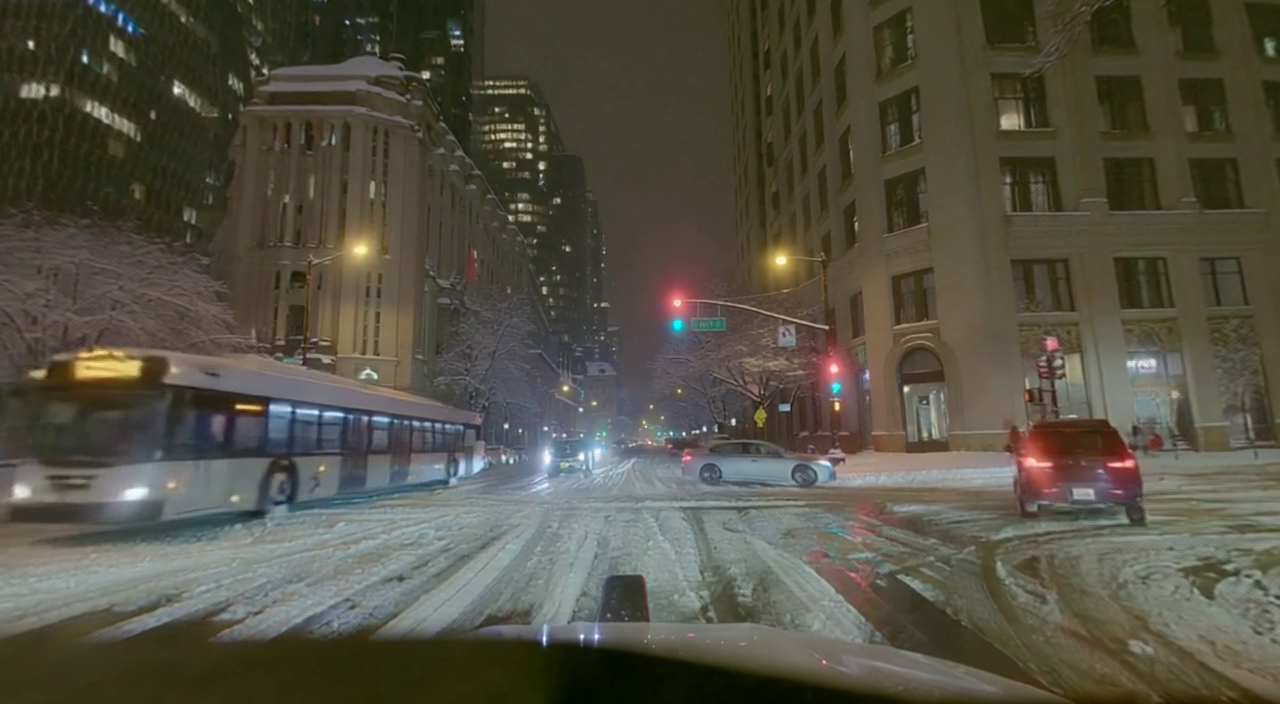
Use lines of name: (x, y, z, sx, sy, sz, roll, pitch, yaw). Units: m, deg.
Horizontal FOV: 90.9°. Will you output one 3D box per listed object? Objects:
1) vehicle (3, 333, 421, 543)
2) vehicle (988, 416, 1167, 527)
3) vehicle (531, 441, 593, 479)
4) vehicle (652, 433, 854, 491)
vehicle: (-8.769, 2.131, 15.485, 2.916, 3.427, 10.189, 0, -8, 1)
vehicle: (7.404, 1.954, 10.877, 2.006, 1.495, 4.271, -5, -10, 33)
vehicle: (-3.139, 4.446, 26.287, 1.904, 1.402, 4.759, 0, -8, 1)
vehicle: (3.222, 3.123, 18.169, 5.388, 1.465, 2.050, -4, -9, 23)
